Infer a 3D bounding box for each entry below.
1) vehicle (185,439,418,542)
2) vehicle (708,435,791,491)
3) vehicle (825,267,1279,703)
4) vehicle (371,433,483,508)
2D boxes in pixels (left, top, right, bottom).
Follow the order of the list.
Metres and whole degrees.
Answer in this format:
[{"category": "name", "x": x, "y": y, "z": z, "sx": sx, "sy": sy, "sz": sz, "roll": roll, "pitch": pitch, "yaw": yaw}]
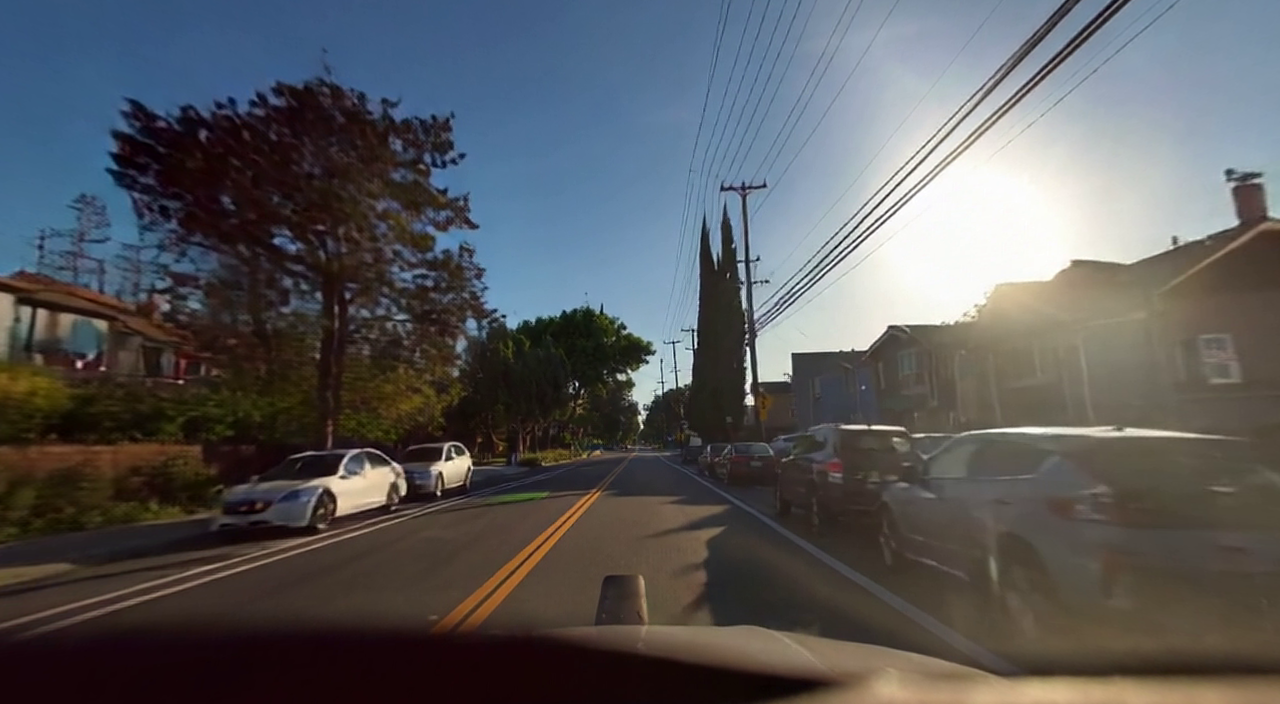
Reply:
[{"category": "vehicle", "x": -6.398, "y": 2.603, "z": 12.746, "sx": 2.084, "sy": 1.573, "sz": 4.599, "roll": -2, "pitch": -7, "yaw": 1}, {"category": "vehicle", "x": 3.568, "y": 3.700, "z": 21.477, "sx": 1.955, "sy": 1.665, "sz": 4.818, "roll": 0, "pitch": -8, "yaw": 0}, {"category": "vehicle", "x": 3.541, "y": 1.070, "z": 5.181, "sx": 2.407, "sy": 2.069, "sz": 5.577, "roll": 0, "pitch": -8, "yaw": 1}, {"category": "vehicle", "x": -6.367, "y": 3.520, "z": 19.485, "sx": 1.947, "sy": 1.930, "sz": 4.306, "roll": -2, "pitch": -7, "yaw": 1}]
